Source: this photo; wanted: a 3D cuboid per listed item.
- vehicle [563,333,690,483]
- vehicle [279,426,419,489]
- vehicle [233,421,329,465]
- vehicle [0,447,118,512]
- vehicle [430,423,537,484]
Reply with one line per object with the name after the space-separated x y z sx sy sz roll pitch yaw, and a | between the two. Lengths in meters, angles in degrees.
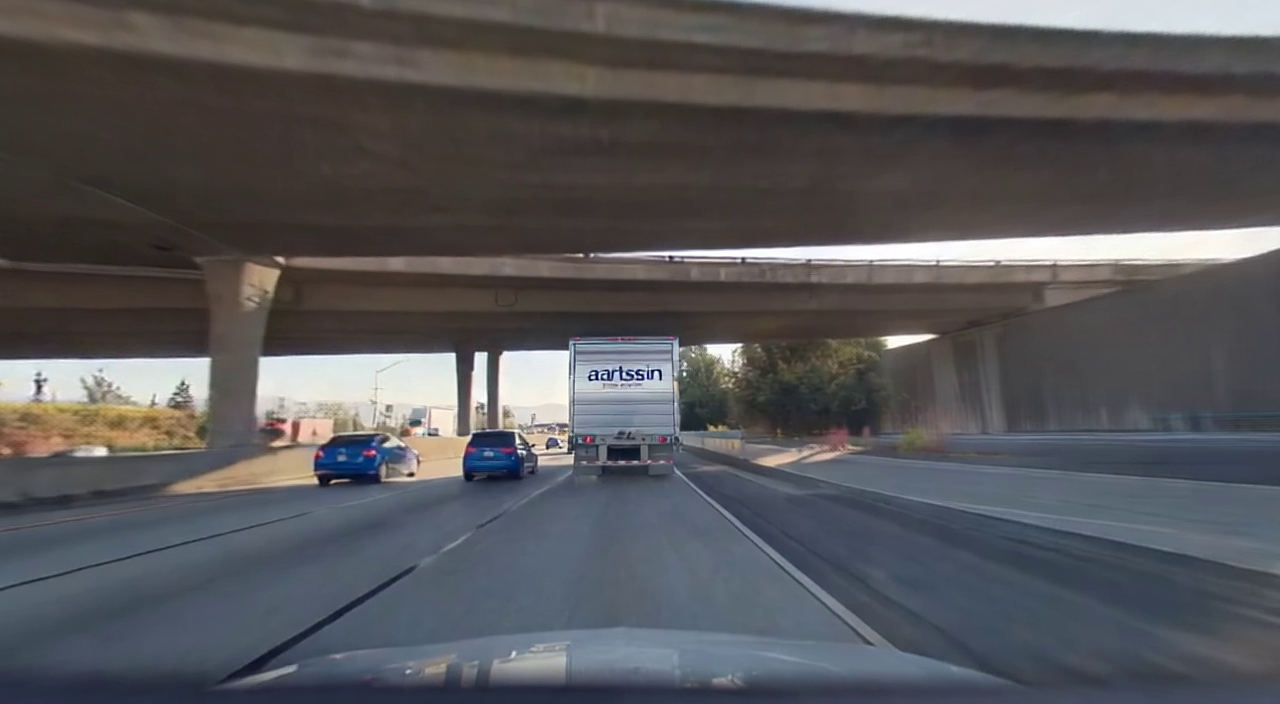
-0.467 2.223 22.635 3.442 4.106 10.719 0 -8 -1 | vehicle
-8.069 2.934 17.977 1.944 1.565 4.383 0 -8 0 | vehicle
-23.980 6.100 42.453 2.292 2.693 6.952 0 -8 1 | vehicle
-16.309 3.238 16.160 1.813 1.497 4.717 0 -8 -1 | vehicle
-4.679 3.109 19.678 2.052 1.639 4.894 0 -8 1 | vehicle
